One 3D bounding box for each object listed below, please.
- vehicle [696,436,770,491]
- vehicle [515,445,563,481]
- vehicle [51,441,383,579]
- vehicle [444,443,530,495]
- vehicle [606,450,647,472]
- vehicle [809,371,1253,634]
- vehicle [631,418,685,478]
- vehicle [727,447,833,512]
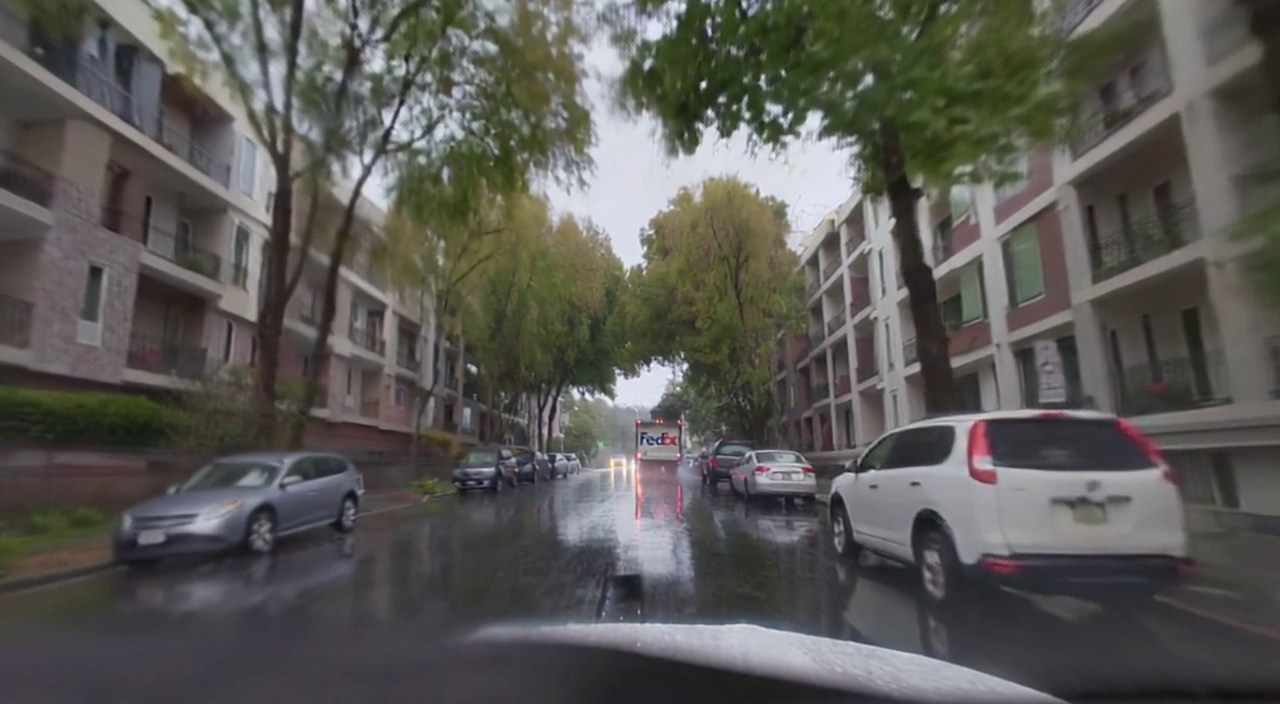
[{"bbox_3d":[3.692,4.543,26.112,2.221,1.991,5.564,0,-9,0],"label":"vehicle"},{"bbox_3d":[-5.564,6.164,35.346,2.020,1.867,4.654,0,-9,-1],"label":"vehicle"},{"bbox_3d":[-5.724,2.131,9.413,1.888,1.546,4.306,0,-9,1],"label":"vehicle"},{"bbox_3d":[-5.694,4.392,24.130,2.089,1.757,4.256,0,-9,2],"label":"vehicle"},{"bbox_3d":[-0.943,8.021,46.665,1.981,1.500,3.992,-2,-9,14],"label":"vehicle"},{"bbox_3d":[3.630,1.466,7.053,2.099,2.018,4.087,0,-9,-4],"label":"vehicle"},{"bbox_3d":[0.940,5.870,38.822,2.930,3.275,8.180,0,-9,-1],"label":"vehicle"},{"bbox_3d":[3.575,3.316,17.049,1.877,1.500,4.407,0,-9,0],"label":"vehicle"}]
